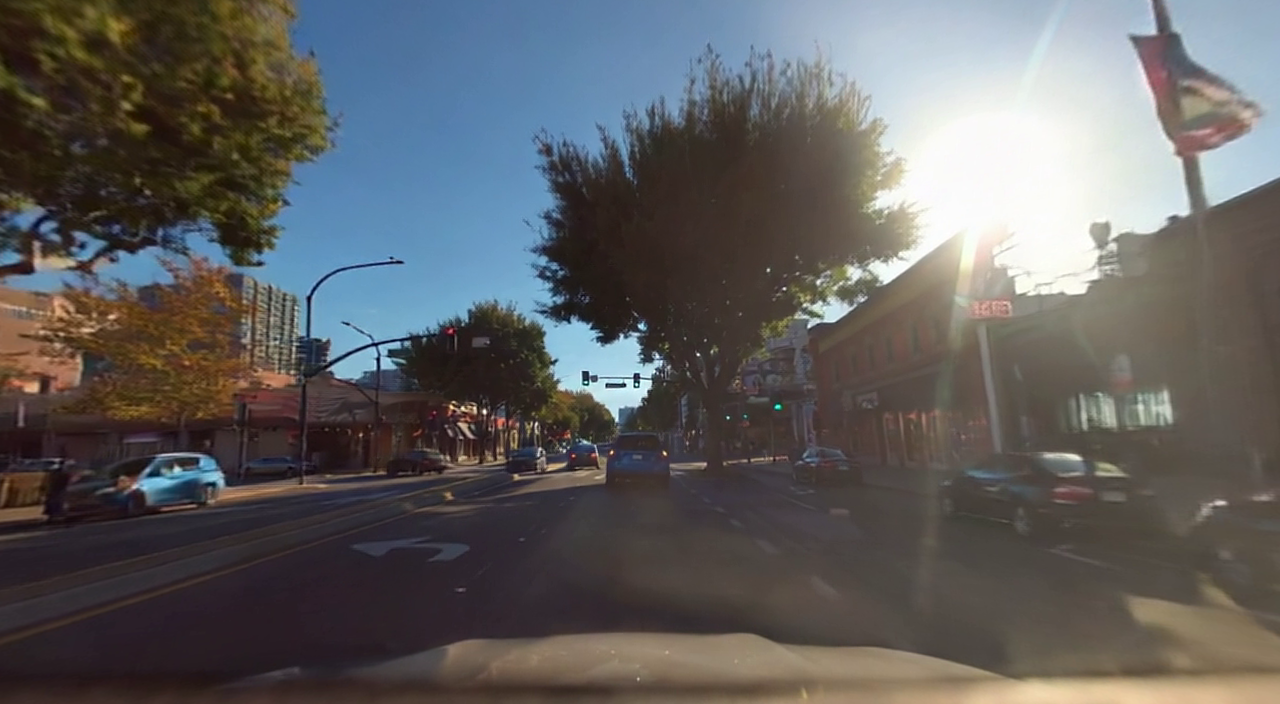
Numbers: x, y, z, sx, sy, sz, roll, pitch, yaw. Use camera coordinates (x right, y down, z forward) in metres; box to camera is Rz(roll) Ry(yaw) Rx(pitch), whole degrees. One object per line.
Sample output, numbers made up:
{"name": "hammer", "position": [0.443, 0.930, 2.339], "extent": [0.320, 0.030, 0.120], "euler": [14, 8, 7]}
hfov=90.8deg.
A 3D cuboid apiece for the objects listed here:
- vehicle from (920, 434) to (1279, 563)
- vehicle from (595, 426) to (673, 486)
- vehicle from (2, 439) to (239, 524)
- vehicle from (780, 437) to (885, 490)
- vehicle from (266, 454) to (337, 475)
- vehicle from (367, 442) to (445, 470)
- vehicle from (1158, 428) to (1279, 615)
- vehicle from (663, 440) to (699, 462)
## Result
{"name": "vehicle", "position": [6.217, 1.991, 9.412], "extent": [1.964, 1.429, 4.515], "euler": [0, -9, -1]}
{"name": "vehicle", "position": [-0.220, 3.516, 21.524], "extent": [2.382, 1.796, 4.610], "euler": [0, -9, -1]}
{"name": "vehicle", "position": [-14.058, 3.487, 17.711], "extent": [2.197, 1.985, 5.183], "euler": [0, -9, 0]}
{"name": "vehicle", "position": [6.086, 3.580, 20.586], "extent": [1.986, 1.515, 4.265], "euler": [0, -9, -1]}
{"name": "vehicle", "position": [-26.000, 8.605, 48.600], "extent": [4.317, 1.524, 1.809], "euler": [0, -9, -1]}
{"name": "vehicle", "position": [-15.537, 6.934, 42.055], "extent": [4.427, 1.757, 2.125], "euler": [-3, -9, 18]}
{"name": "vehicle", "position": [6.153, 1.174, 3.833], "extent": [2.048, 1.484, 4.709], "euler": [0, -9, 1]}
{"name": "vehicle", "position": [2.826, 6.978, 44.674], "extent": [2.209, 1.478, 4.138], "euler": [0, -9, -1]}
